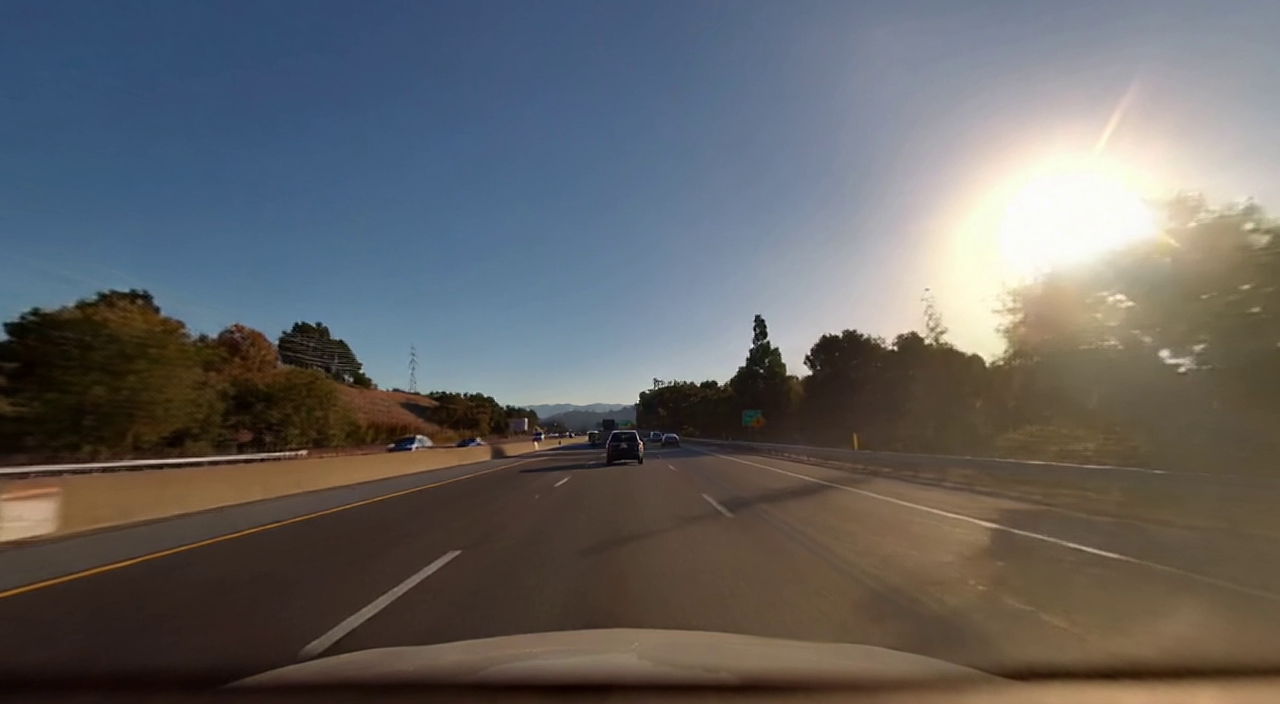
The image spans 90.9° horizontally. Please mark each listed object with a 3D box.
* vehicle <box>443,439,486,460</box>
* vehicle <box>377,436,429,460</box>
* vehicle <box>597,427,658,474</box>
[{"bbox_3d":[-12.767,7.071,46.074,1.907,1.444,4.397,0,-8,0],"label":"vehicle"},{"bbox_3d":[-16.468,6.695,43.971,2.034,1.584,4.118,0,-8,0],"label":"vehicle"},{"bbox_3d":[-0.451,3.671,23.755,2.094,1.600,3.666,0,-8,-1],"label":"vehicle"}]
